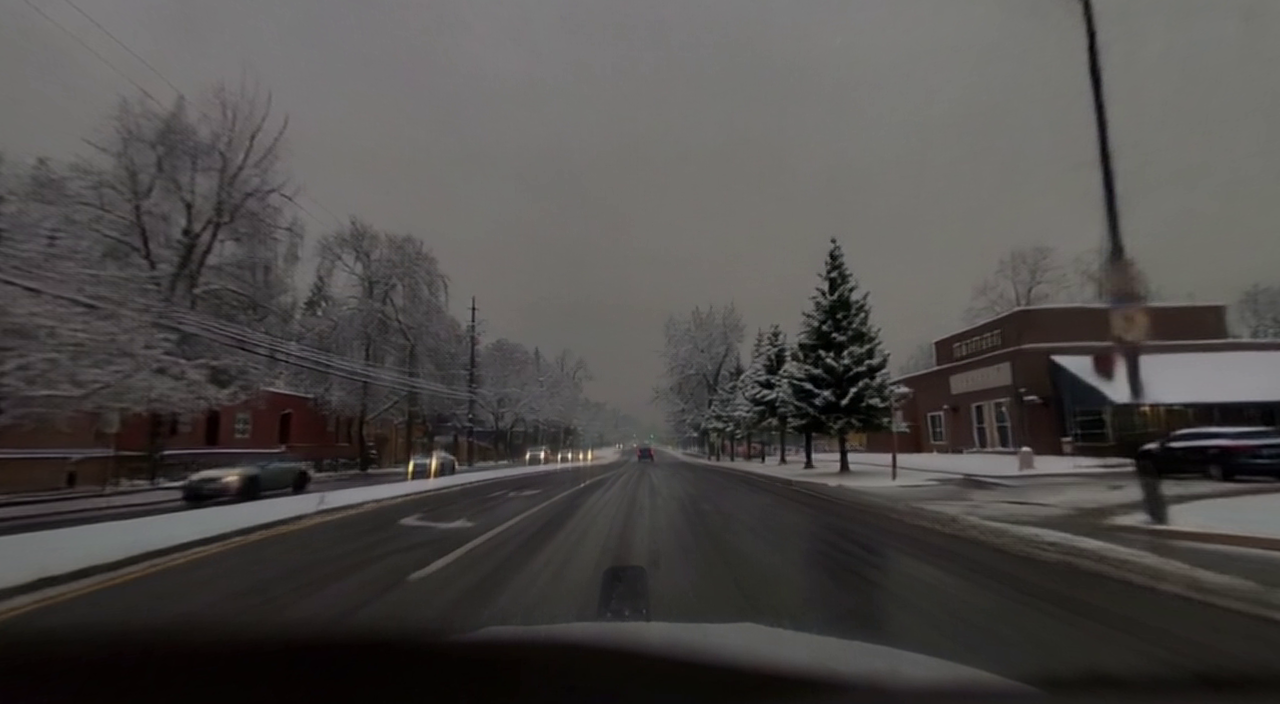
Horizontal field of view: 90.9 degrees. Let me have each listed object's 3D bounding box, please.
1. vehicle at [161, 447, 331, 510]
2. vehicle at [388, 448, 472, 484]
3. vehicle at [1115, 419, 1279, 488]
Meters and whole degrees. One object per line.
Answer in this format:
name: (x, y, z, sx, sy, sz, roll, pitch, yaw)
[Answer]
vehicle: (-10.886, 3.475, 17.885, 1.873, 1.516, 4.339, 0, -8, 3)
vehicle: (-9.719, 5.305, 29.722, 2.084, 1.517, 5.096, 0, -8, 2)
vehicle: (17.092, 2.978, 18.653, 2.021, 1.753, 4.941, 0, -9, -3)
